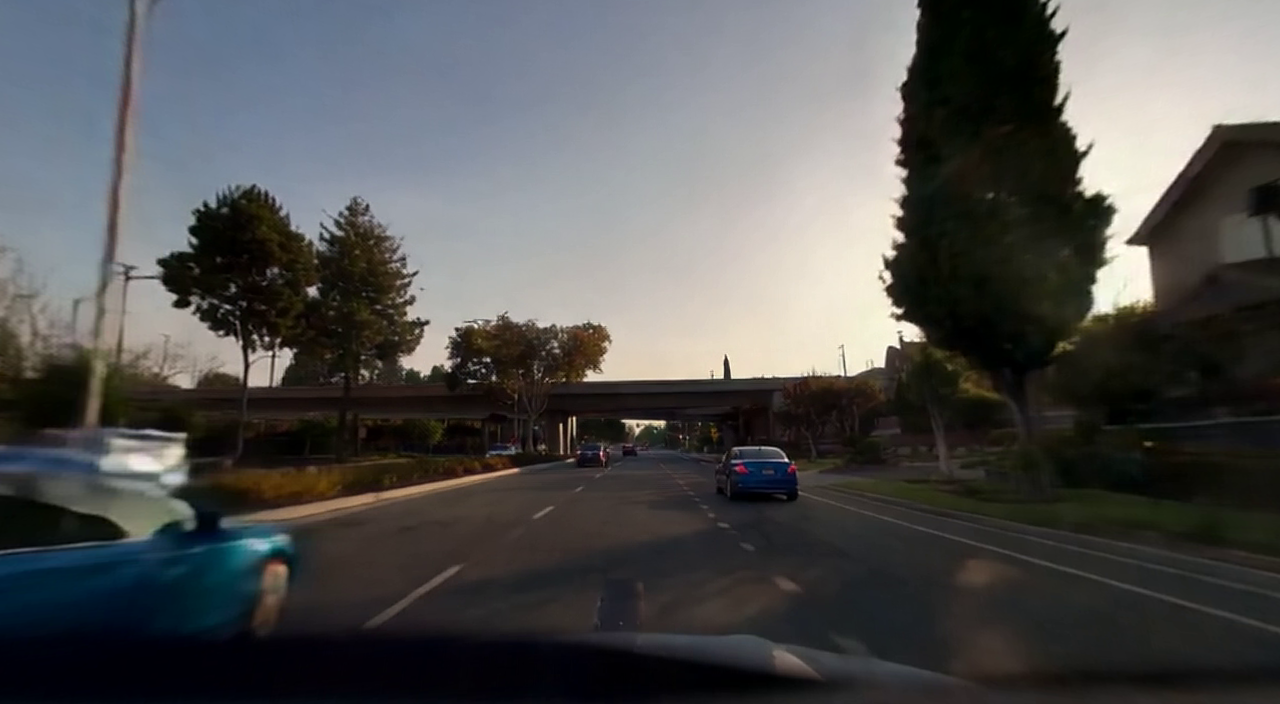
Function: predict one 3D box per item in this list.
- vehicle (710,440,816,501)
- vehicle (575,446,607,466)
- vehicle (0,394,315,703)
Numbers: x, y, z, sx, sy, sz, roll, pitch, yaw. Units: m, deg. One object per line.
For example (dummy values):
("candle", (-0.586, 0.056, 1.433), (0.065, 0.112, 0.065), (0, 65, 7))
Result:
("vehicle", (3.303, 3.267, 17.901), (2.068, 1.497, 4.247), (0, -8, -1))
("vehicle", (-3.678, 7.920, 48.303), (2.041, 1.460, 4.036), (0, -8, 1))
("vehicle", (-3.342, 0.887, 2.179), (2.060, 1.484, 4.417), (0, -8, 0))
